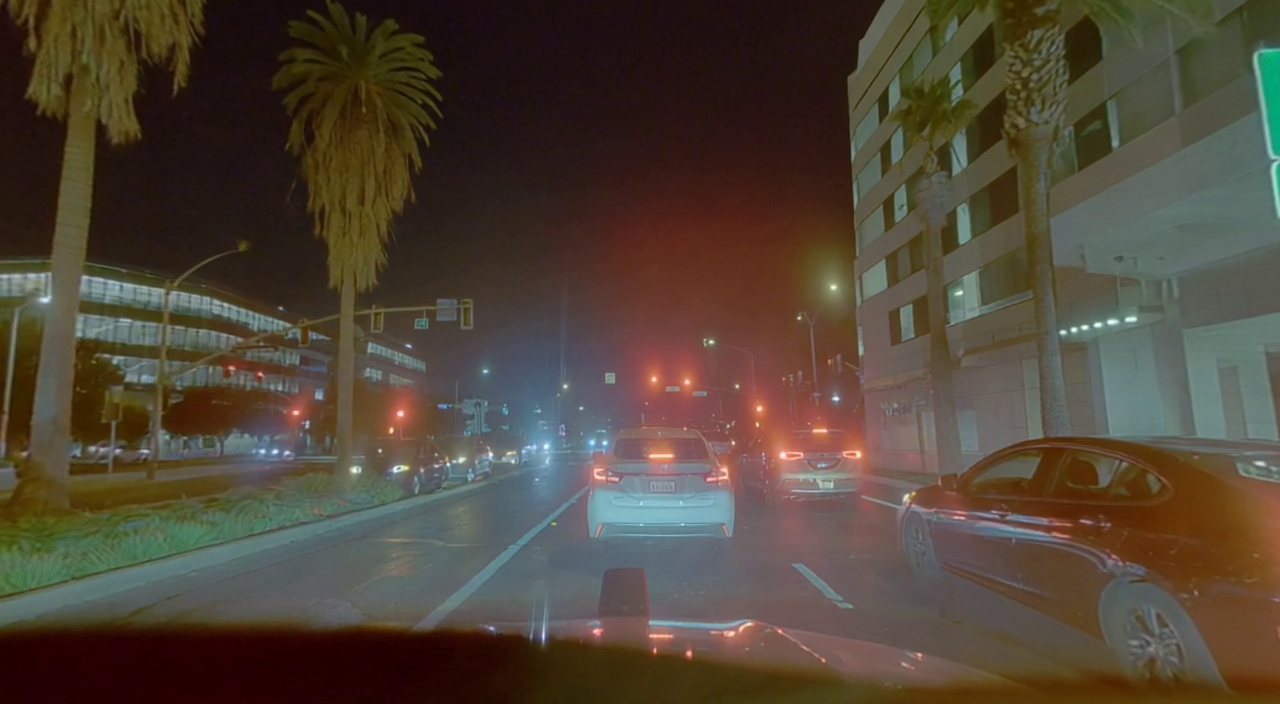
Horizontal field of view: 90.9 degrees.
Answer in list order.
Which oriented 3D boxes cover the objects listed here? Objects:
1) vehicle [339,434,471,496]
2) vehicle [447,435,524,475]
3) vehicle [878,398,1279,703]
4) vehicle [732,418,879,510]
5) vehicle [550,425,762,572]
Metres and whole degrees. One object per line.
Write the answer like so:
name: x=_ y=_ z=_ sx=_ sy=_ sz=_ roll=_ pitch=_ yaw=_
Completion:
vehicle: x=-6.251 y=3.050 z=17.382 sx=1.900 sy=1.487 sz=4.165 roll=0 pitch=-8 yaw=2
vehicle: x=-6.049 y=4.087 z=25.212 sx=1.822 sy=1.456 sz=4.396 roll=-1 pitch=-8 yaw=2
vehicle: x=3.544 y=1.222 z=4.470 sx=1.910 sy=1.490 sz=4.661 roll=0 pitch=-8 yaw=1
vehicle: x=3.497 y=2.469 z=14.305 sx=2.169 sy=1.751 sz=4.276 roll=0 pitch=-8 yaw=0
vehicle: x=0.178 y=1.785 z=8.460 sx=2.140 sy=1.474 sz=4.026 roll=0 pitch=-8 yaw=0
